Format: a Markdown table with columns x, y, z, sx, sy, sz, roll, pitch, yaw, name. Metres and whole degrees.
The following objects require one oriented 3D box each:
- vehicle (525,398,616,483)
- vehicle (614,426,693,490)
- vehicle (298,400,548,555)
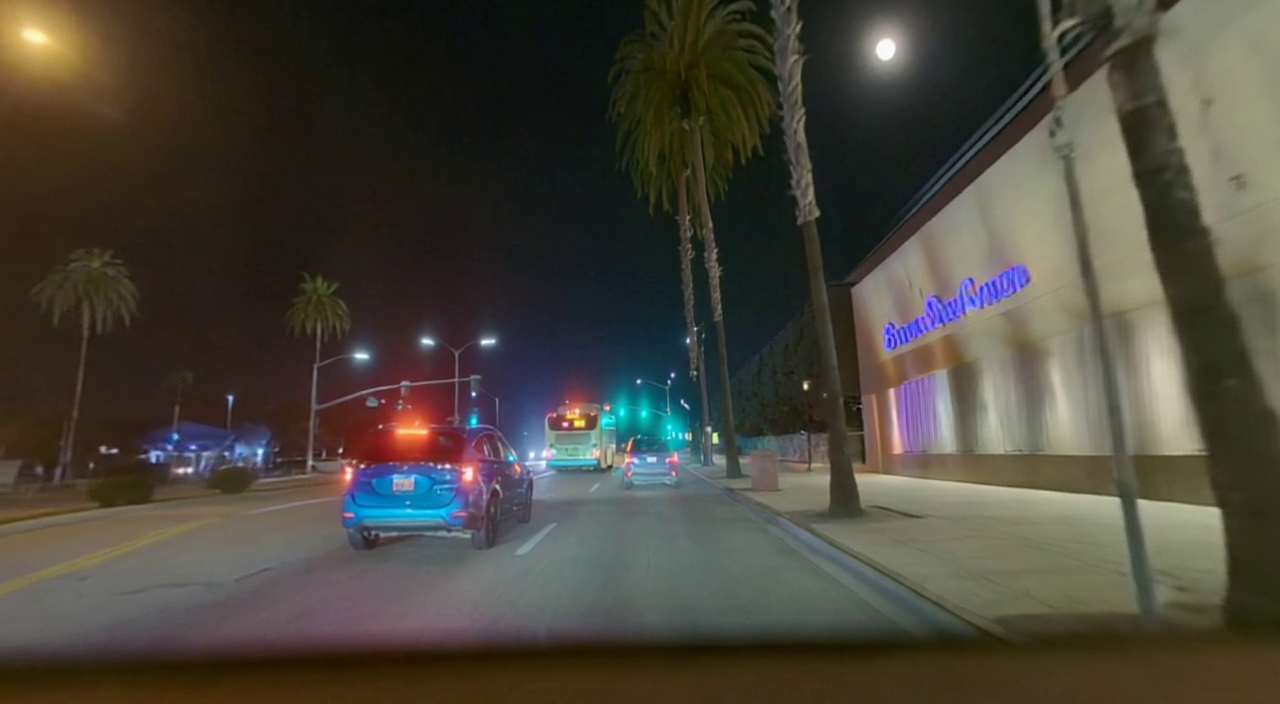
| x | y | z | sx | sy | sz | roll | pitch | yaw | name |
| --- | --- | --- | --- | --- | --- | --- | --- | --- | --- |
| -2.701 | 3.837 | 27.229 | 2.775 | 3.064 | 8.297 | 0 | -8 | 1 | vehicle |
| 0.377 | 3.164 | 19.087 | 2.120 | 1.727 | 3.917 | 0 | -8 | 0 | vehicle |
| -2.882 | 1.802 | 9.721 | 2.124 | 1.799 | 4.587 | 0 | -8 | 1 | vehicle |
